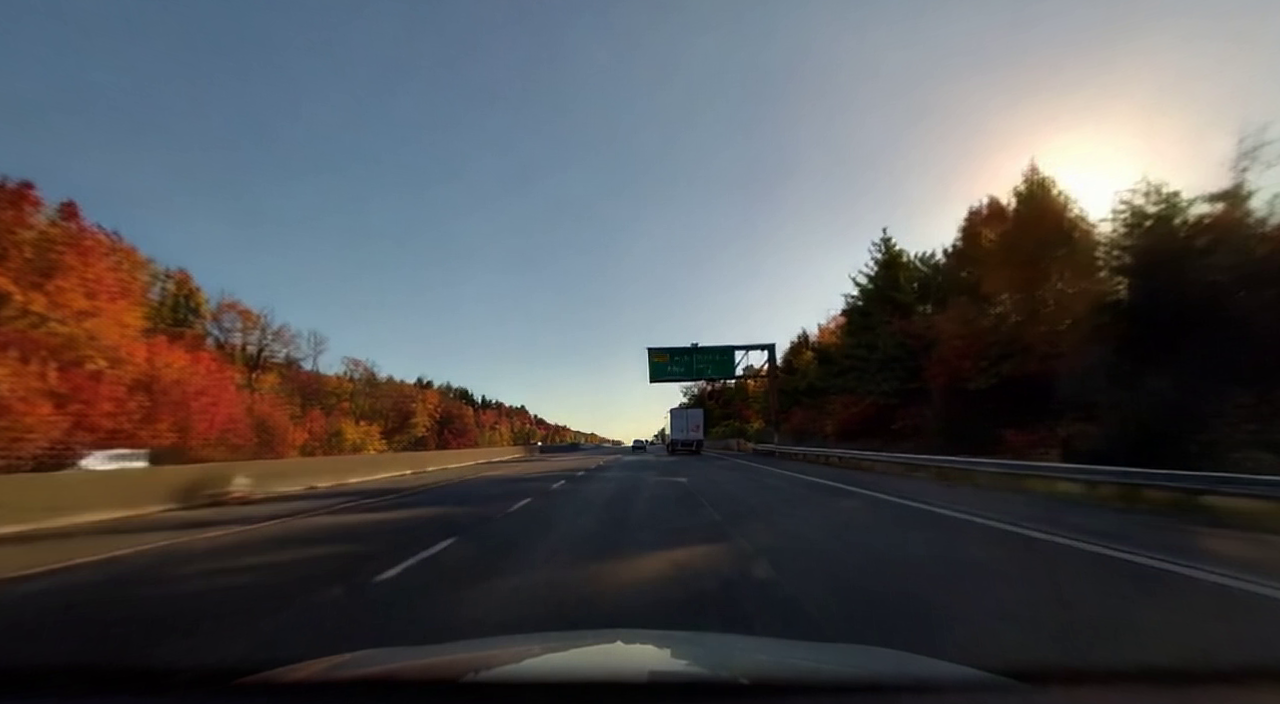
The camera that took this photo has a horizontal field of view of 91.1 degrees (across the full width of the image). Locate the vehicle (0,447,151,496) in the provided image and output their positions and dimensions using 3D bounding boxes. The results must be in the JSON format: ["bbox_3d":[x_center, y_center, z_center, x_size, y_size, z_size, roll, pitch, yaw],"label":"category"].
[{"bbox_3d":[-21.304,4.461,23.920,1.876,1.606,4.192,-1,-8,0],"label":"vehicle"}]
